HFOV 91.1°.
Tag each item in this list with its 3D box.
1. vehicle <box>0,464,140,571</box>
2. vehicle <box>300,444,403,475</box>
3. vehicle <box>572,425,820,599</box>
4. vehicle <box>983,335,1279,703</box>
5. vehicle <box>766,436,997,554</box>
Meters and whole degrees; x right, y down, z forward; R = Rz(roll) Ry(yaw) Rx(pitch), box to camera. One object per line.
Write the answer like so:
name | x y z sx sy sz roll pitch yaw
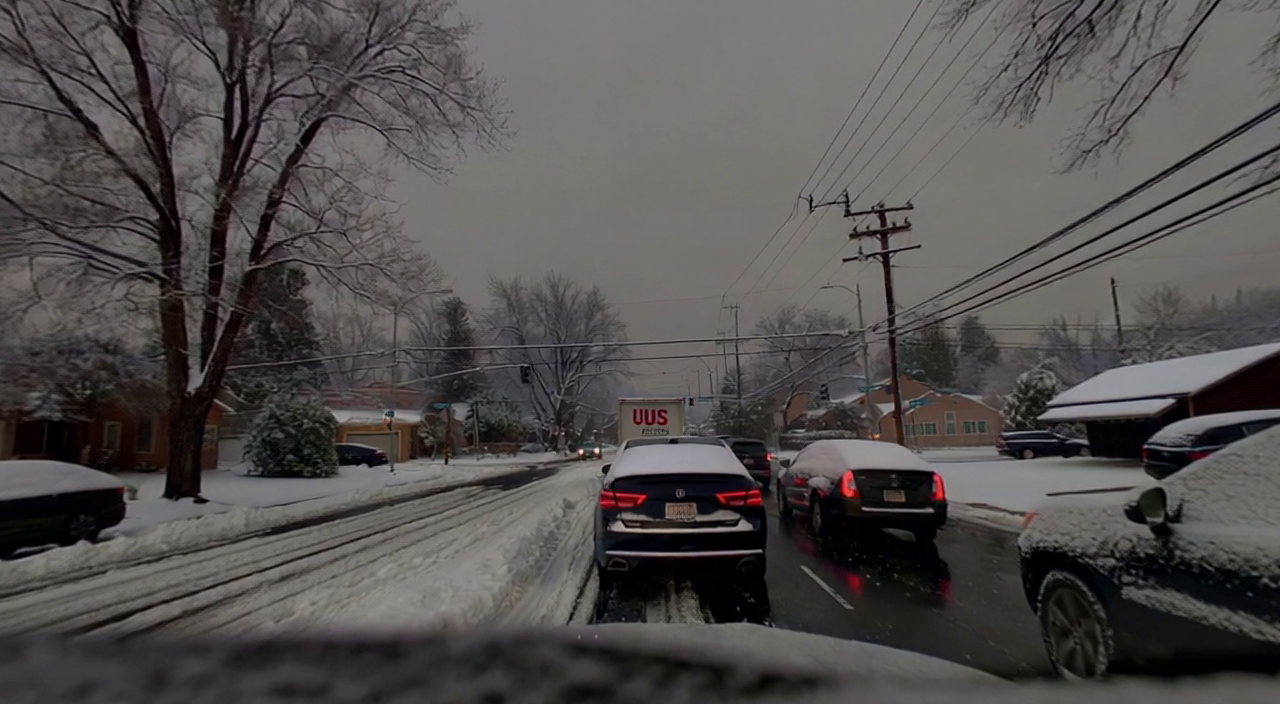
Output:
vehicle | -10.343 2.479 9.289 1.925 1.482 4.753 0 -8 1
vehicle | -17.433 6.494 38.110 5.274 1.793 1.921 0 -8 2
vehicle | 0.483 1.727 7.741 2.158 1.499 4.377 0 -8 0
vehicle | 3.317 0.735 1.752 2.069 1.722 4.888 0 -8 2
vehicle | 3.519 2.152 10.275 1.993 1.479 4.487 0 -8 0
